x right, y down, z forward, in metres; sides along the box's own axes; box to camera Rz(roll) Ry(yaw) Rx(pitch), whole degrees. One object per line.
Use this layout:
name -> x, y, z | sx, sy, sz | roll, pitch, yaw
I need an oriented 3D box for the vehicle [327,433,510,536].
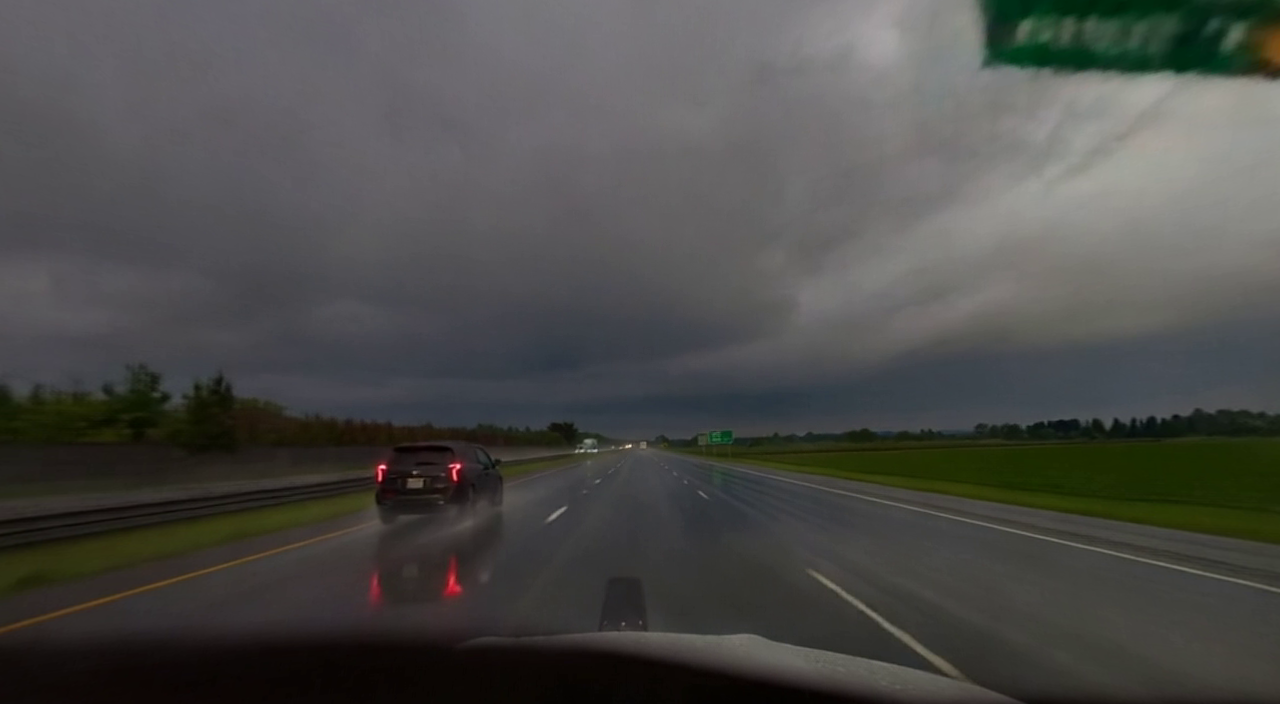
vehicle -> -3.695, 2.269, 11.358 | 1.815, 1.500, 4.036 | 0, -9, 0
